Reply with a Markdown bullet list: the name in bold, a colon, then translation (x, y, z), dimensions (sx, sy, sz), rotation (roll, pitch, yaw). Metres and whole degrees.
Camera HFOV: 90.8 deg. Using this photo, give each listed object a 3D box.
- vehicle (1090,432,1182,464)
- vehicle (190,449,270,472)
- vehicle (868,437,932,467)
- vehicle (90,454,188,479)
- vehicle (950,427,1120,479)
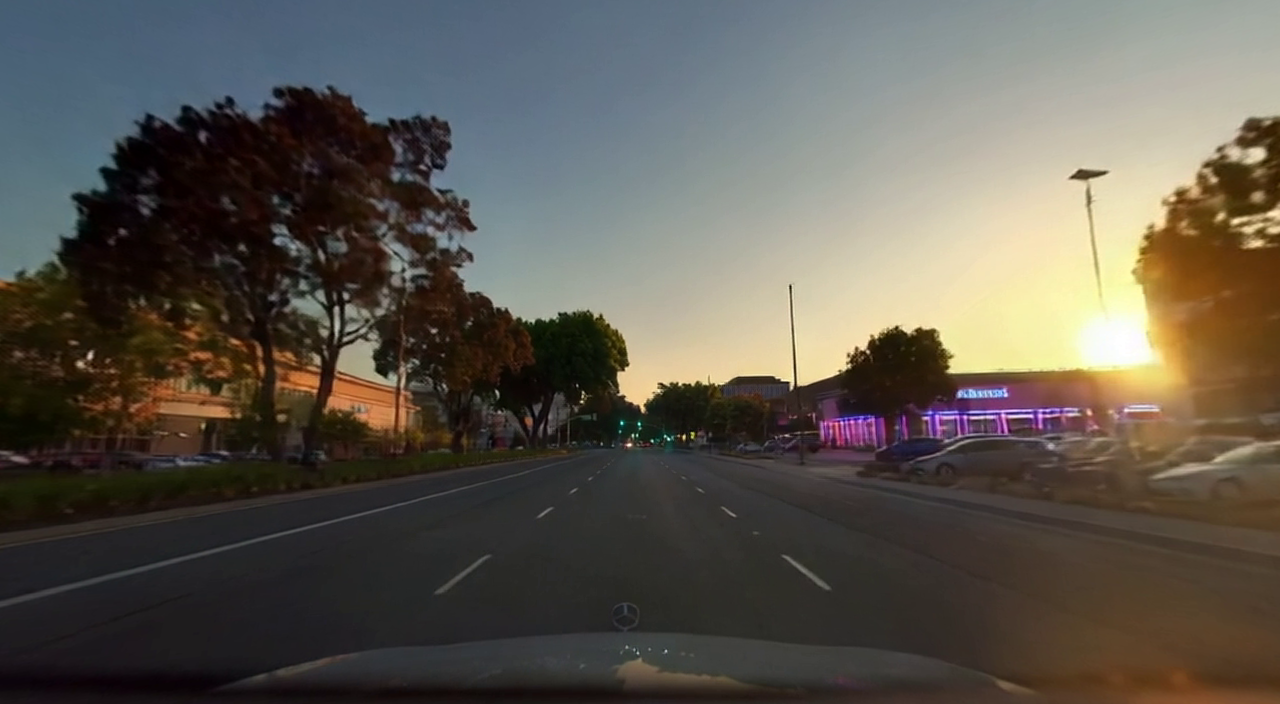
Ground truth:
- **vehicle**: translation (28.832, 5.609, 36.908), dimensions (1.964, 1.781, 4.099), rotation (0, -8, 1)
- **vehicle**: translation (-30.938, 8.196, 47.776), dimensions (4.528, 1.666, 2.077), rotation (0, -8, -2)
- **vehicle**: translation (15.327, 5.905, 37.532), dimensions (1.881, 1.664, 4.658), rotation (0, -8, 1)
- **vehicle**: translation (-31.213, 7.128, 39.453), dimensions (4.593, 1.433, 1.711), rotation (0, -8, -1)
- **vehicle**: translation (13.371, 3.443, 21.601), dimensions (4.386, 1.570, 2.043), rotation (-1, -9, -2)
